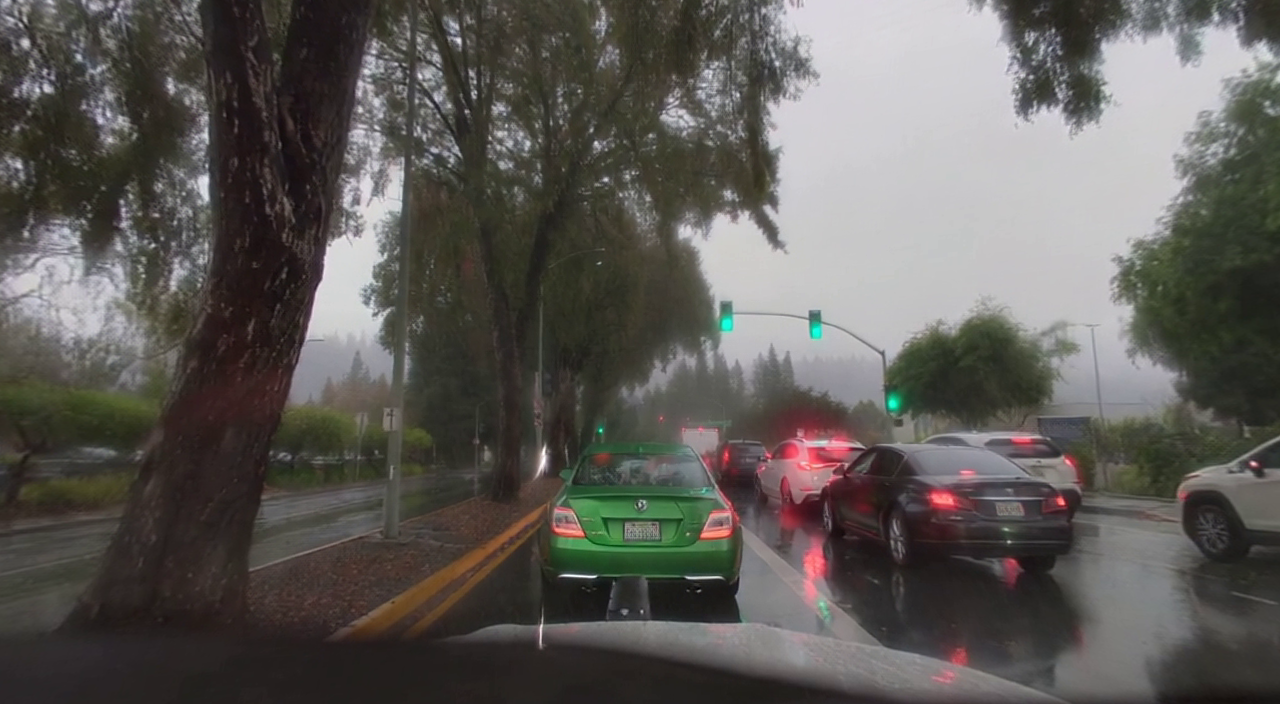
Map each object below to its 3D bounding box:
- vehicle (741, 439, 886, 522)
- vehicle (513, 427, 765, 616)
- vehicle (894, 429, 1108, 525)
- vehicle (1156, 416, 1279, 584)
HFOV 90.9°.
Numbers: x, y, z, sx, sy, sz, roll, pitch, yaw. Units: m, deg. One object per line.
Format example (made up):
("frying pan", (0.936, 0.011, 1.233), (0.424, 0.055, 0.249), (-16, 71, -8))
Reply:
("vehicle", (3.538, 2.714, 13.824), (1.934, 1.494, 4.446), (0, -9, 0))
("vehicle", (0.013, 1.677, 7.095), (2.015, 1.502, 3.898), (0, -9, 1))
("vehicle", (7.025, 2.465, 12.897), (1.923, 1.611, 4.094), (0, -9, 0))
("vehicle", (6.937, 1.336, 5.581), (1.783, 1.572, 3.421), (0, -9, 1))
